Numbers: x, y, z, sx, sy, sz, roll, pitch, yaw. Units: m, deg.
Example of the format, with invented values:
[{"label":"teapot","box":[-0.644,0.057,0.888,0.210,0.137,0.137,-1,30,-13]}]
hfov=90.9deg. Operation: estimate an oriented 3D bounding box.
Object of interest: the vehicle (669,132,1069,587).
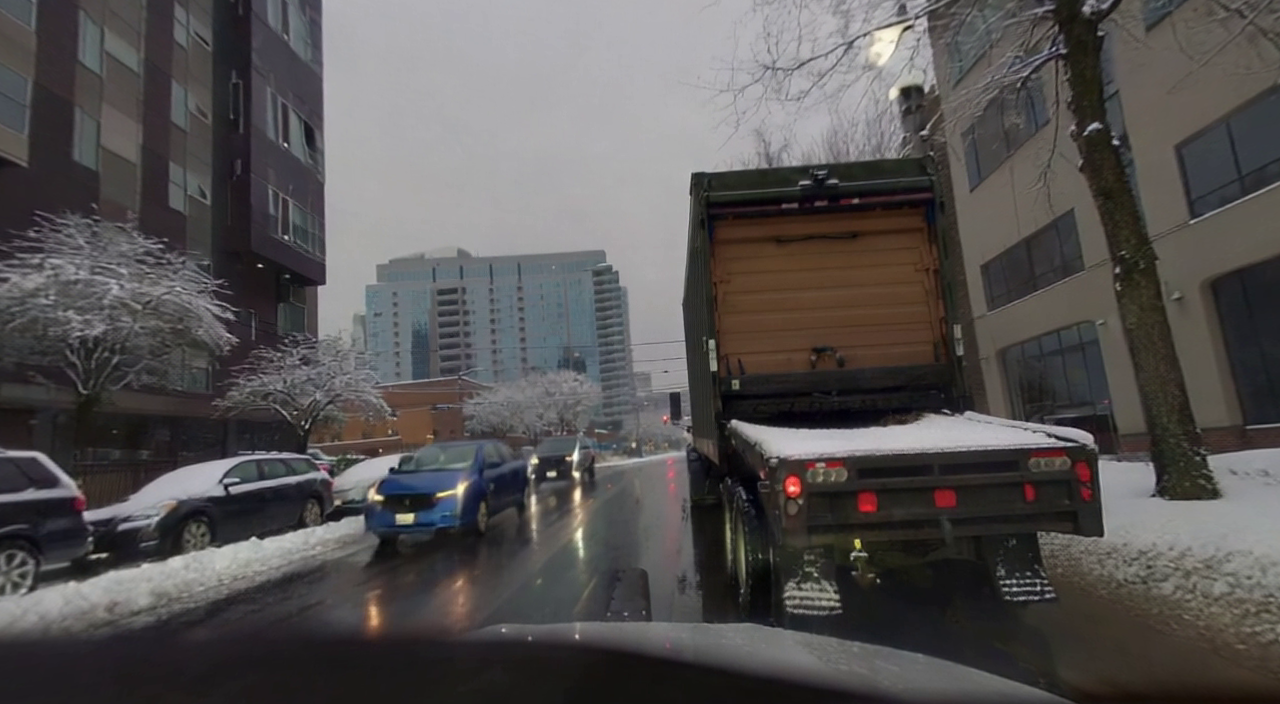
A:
[{"label":"vehicle","box":[2.532,0.818,11.392,3.320,4.034,11.553,-1,-8,6]}]

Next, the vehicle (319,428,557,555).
[{"label":"vehicle","box":[-2.833,2.061,10.105,2.183,1.563,4.257,0,-8,3]}]

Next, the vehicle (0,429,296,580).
[{"label":"vehicle","box":[-8.161,2.101,9.228,5.022,1.872,2.137,7,-11,-41]}]
